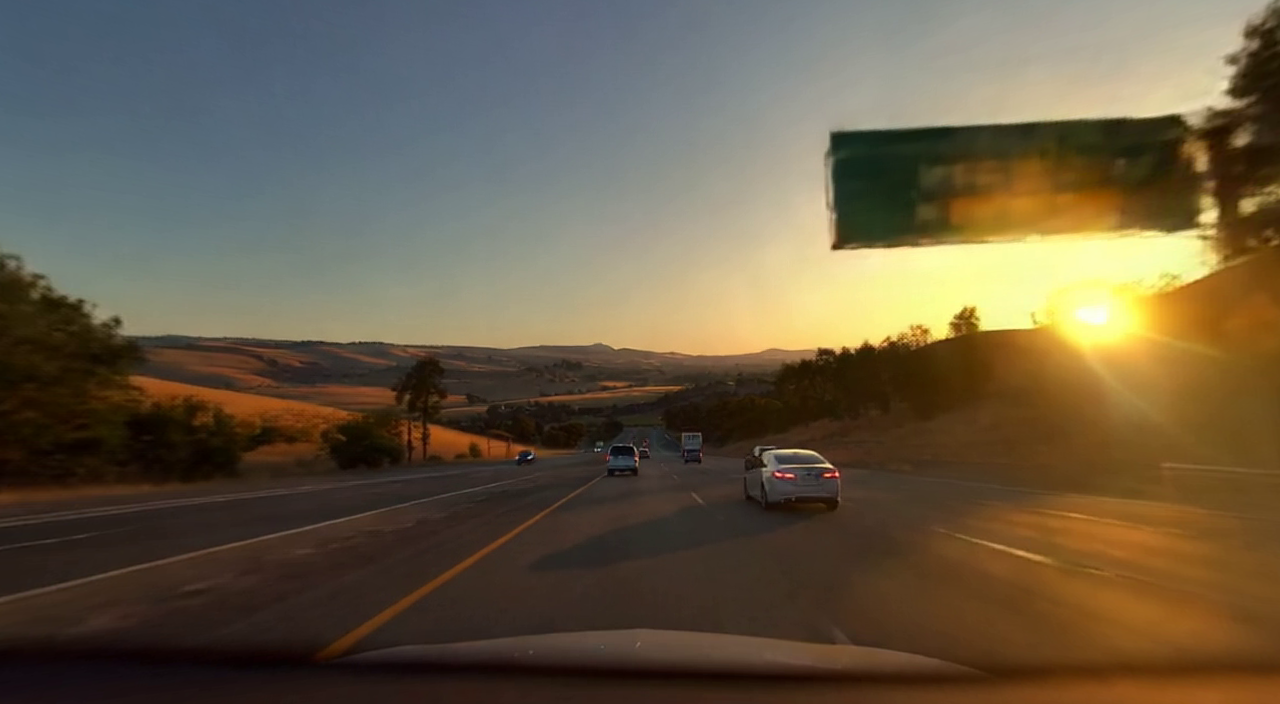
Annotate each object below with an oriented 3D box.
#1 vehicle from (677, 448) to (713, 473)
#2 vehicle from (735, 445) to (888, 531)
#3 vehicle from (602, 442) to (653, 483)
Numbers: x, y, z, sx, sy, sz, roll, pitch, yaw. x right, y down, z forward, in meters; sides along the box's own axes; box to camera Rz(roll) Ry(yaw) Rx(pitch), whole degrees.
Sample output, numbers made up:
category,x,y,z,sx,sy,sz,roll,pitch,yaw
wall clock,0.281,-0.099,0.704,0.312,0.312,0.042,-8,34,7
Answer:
category,x,y,z,sx,sy,sz,roll,pitch,yaw
vehicle,3.613,7.233,42.171,2.047,1.540,4.294,0,-9,0
vehicle,3.288,2.690,13.021,2.004,1.471,4.032,0,-9,0
vehicle,-0.506,5.011,28.896,2.142,1.724,4.344,0,-9,0
